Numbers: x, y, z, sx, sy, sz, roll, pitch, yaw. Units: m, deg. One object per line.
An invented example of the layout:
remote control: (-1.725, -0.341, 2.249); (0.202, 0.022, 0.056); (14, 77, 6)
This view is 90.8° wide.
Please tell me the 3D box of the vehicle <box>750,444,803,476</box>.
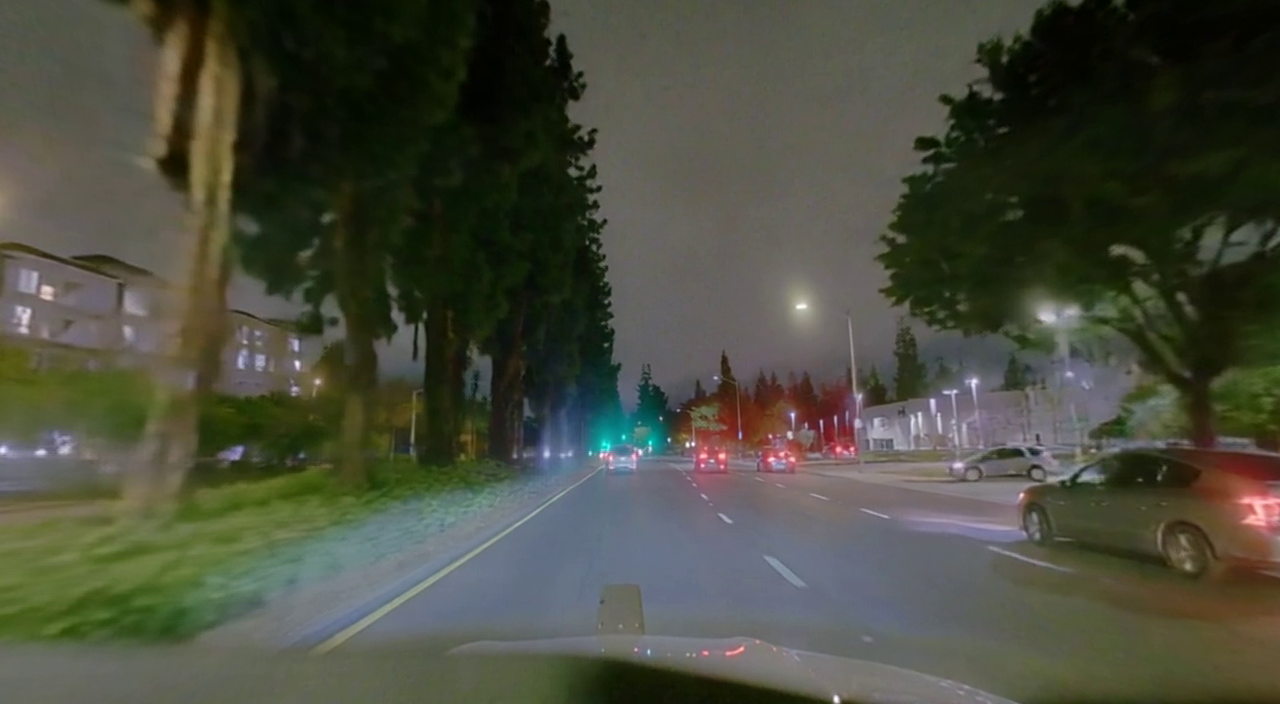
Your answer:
vehicle: (7.671, 6.115, 36.000); (1.945, 1.687, 4.292); (0, -8, -1)

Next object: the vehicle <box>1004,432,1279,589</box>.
vehicle: (7.125, 1.855, 8.263); (1.888, 1.508, 4.646); (0, -8, -1)

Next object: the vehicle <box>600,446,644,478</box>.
vehicle: (-0.865, 5.498, 31.773); (2.077, 1.477, 3.897); (0, -8, -1)

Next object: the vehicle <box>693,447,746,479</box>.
vehicle: (3.799, 5.380, 30.894); (2.020, 1.472, 3.958); (0, -8, 0)
